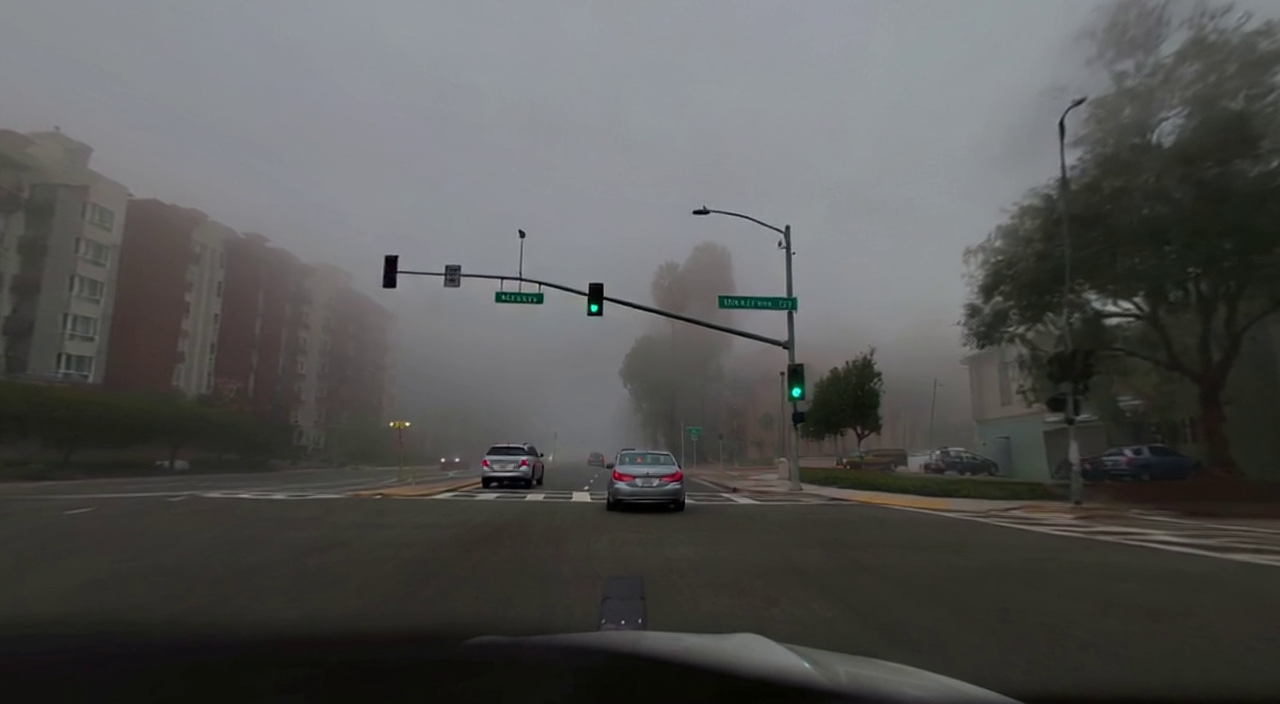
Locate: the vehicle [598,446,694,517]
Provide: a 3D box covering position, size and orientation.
[{"bbox_3d":[0.079,3.197,16.039,2.122,1.562,4.152,0,-9,-2],"label":"vehicle"}]

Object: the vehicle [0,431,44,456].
[{"bbox_3d":[-43.260,6.176,42.540,1.738,1.593,3.979,3,-10,-3],"label":"vehicle"}]

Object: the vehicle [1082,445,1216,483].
[{"bbox_3d":[23.653,5.175,29.308,1.908,1.626,4.559,9,-12,-44],"label":"vehicle"}]

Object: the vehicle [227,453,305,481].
[{"bbox_3d":[-23.403,7.189,39.478,1.913,1.579,4.780,0,-9,0],"label":"vehicle"}]

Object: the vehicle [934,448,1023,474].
[{"bbox_3d":[26.192,8.450,48.709,5.602,1.903,2.128,0,-9,1],"label":"vehicle"}]

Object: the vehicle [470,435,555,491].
[{"bbox_3d":[-5.176,4.631,26.519,2.447,2.062,5.911,0,-9,-1],"label":"vehicle"}]
